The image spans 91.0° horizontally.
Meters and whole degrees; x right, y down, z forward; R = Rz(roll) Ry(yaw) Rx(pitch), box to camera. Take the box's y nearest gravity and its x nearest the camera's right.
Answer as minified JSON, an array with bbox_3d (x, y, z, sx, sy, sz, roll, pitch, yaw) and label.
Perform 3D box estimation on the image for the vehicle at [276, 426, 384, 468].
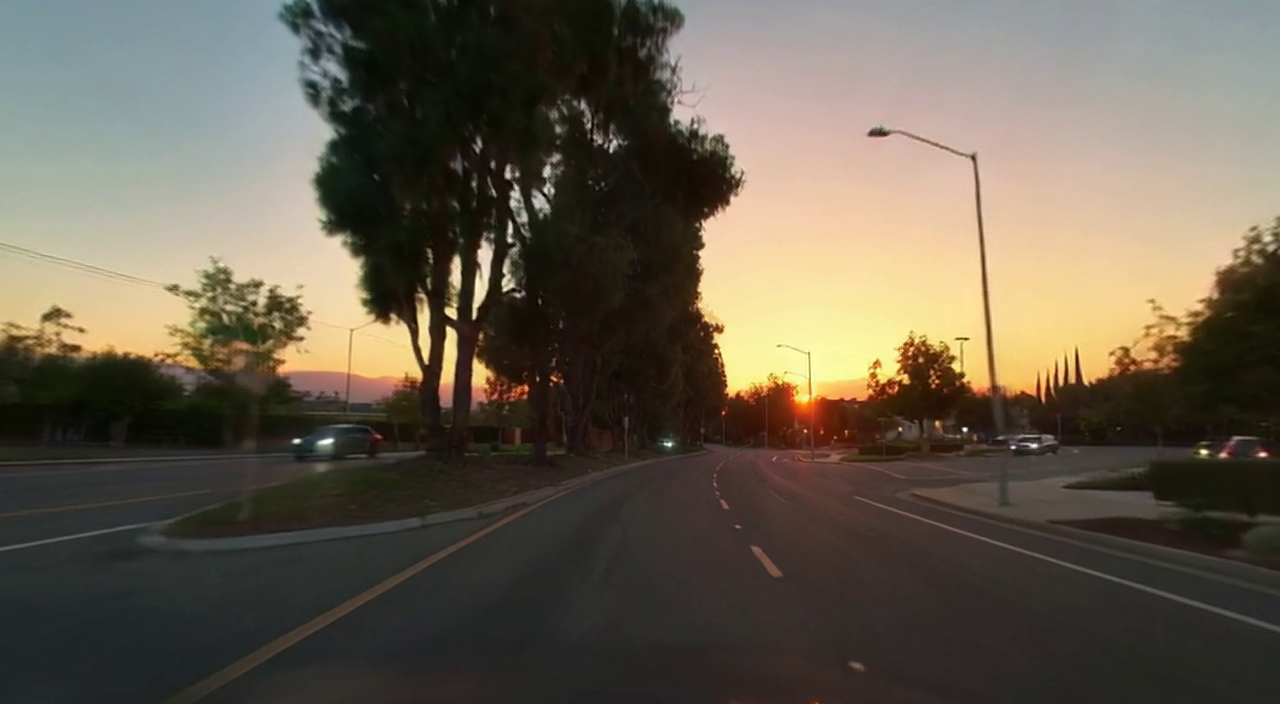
[{"bbox_3d":[-13.395,4.143,27.567,1.995,1.658,4.542,-1,-9,7],"label":"vehicle"}]

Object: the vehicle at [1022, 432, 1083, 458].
[{"bbox_3d":[31.830,7.138,48.536,4.598,1.493,1.951,-1,-6,-31],"label":"vehicle"}]

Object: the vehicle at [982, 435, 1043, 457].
[{"bbox_3d":[26.876,6.772,45.422,4.456,1.489,1.963,6,-10,-33],"label":"vehicle"}]

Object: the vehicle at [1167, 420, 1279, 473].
[{"bbox_3d":[26.538,4.022,27.189,2.271,2.010,5.139,0,-5,-31],"label":"vehicle"}]
